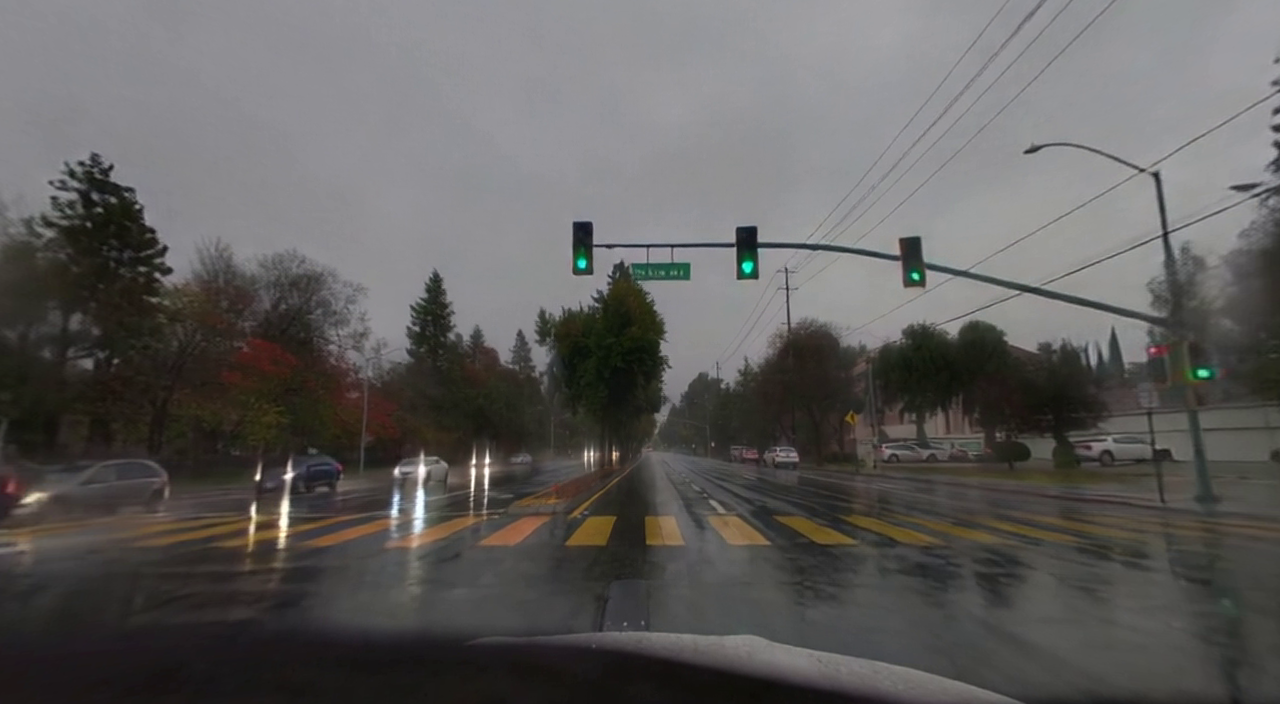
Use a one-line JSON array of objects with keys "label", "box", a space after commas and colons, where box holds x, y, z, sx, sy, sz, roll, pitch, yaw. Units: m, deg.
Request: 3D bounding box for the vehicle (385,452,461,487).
[{"label": "vehicle", "box": [-10.164, 5.519, 29.917, 1.899, 1.464, 4.418, -1, -8, 2]}]

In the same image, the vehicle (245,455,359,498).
[{"label": "vehicle", "box": [-13.488, 4.974, 25.566, 1.909, 1.449, 4.775, 0, -8, 1]}]

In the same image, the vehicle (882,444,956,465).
[{"label": "vehicle", "box": [20.880, 7.662, 47.296, 4.664, 1.504, 1.816, 0, -8, 2]}]

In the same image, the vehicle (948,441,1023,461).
[{"label": "vehicle", "box": [25.614, 7.395, 46.875, 4.368, 1.394, 1.983, -1, -9, 1]}]

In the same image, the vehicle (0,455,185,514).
[{"label": "vehicle", "box": [-18.660, 4.456, 21.742, 1.970, 1.690, 4.596, -2, -8, 11]}]
